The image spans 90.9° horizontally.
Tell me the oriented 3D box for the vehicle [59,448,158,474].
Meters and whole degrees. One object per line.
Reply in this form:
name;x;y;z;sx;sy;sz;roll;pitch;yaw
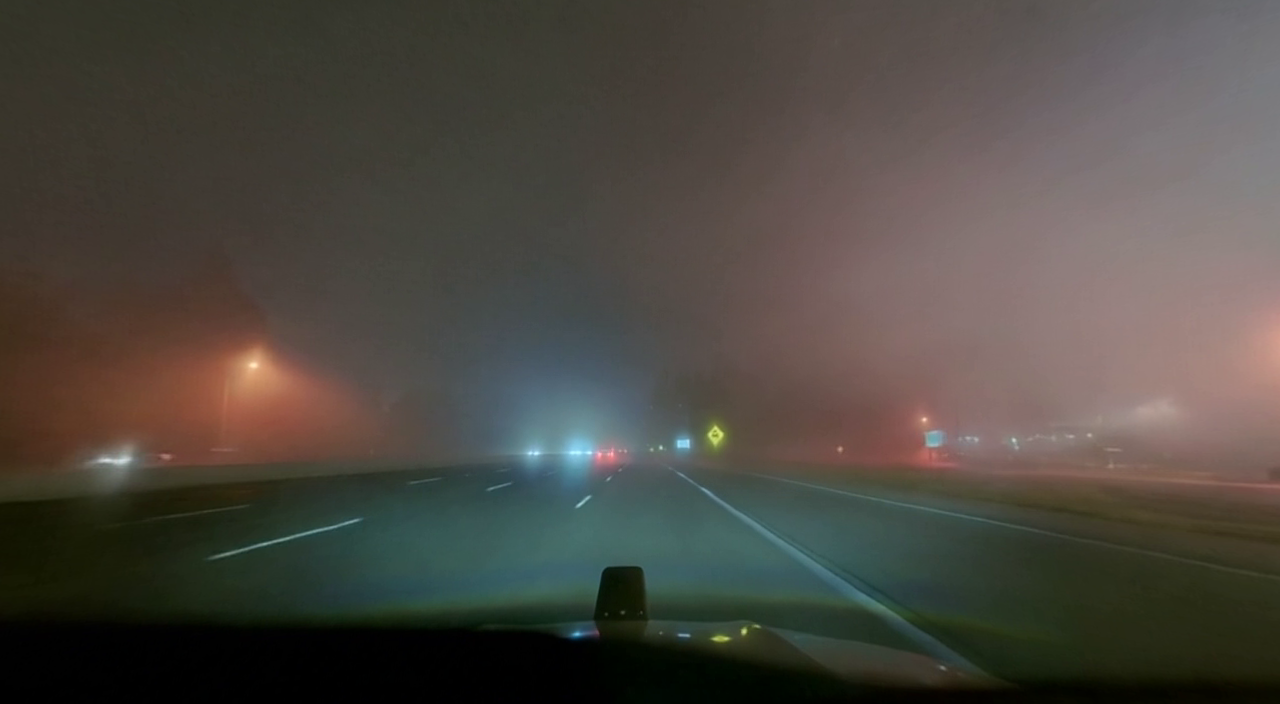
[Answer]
vehicle;-38.722;7.921;46.194;2.144;1.739;5.749;0;-9;1
